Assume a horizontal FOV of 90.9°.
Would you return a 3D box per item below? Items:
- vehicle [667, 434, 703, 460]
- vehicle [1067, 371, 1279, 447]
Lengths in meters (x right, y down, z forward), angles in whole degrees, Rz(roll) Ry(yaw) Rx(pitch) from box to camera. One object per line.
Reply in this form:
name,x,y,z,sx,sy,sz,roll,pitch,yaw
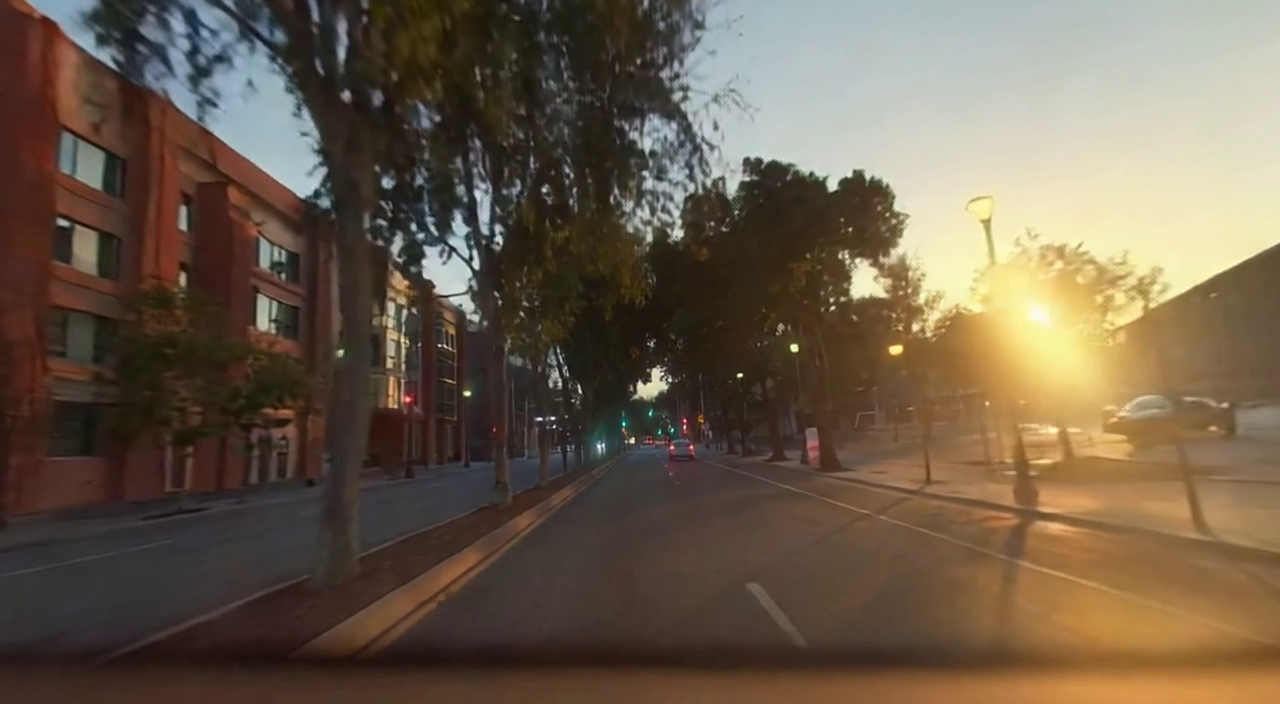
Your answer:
vehicle,3.015,6.509,43.276,2.129,1.719,4.205,0,-8,0
vehicle,18.200,1.933,21.533,5.640,2.310,2.101,2,-5,4
